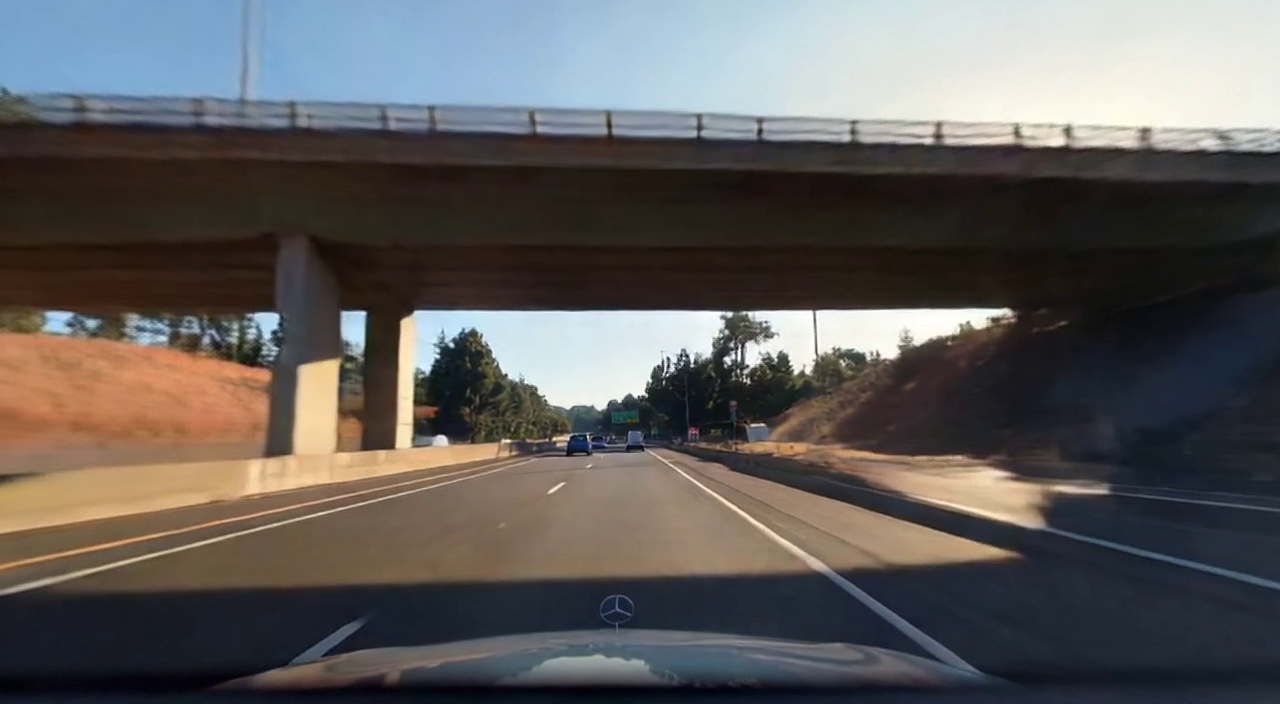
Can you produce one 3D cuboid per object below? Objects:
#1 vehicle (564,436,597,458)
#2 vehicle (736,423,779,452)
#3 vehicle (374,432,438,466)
[{"bbox_3d":[-4.531,7.246,48.368,2.169,1.588,4.264,0,-8,-1],"label":"vehicle"},{"bbox_3d":[9.003,6.628,48.686,2.123,2.156,4.679,1,-8,-4],"label":"vehicle"},{"bbox_3d":[-13.411,5.559,36.372,1.945,1.808,4.670,0,-8,-1],"label":"vehicle"}]
